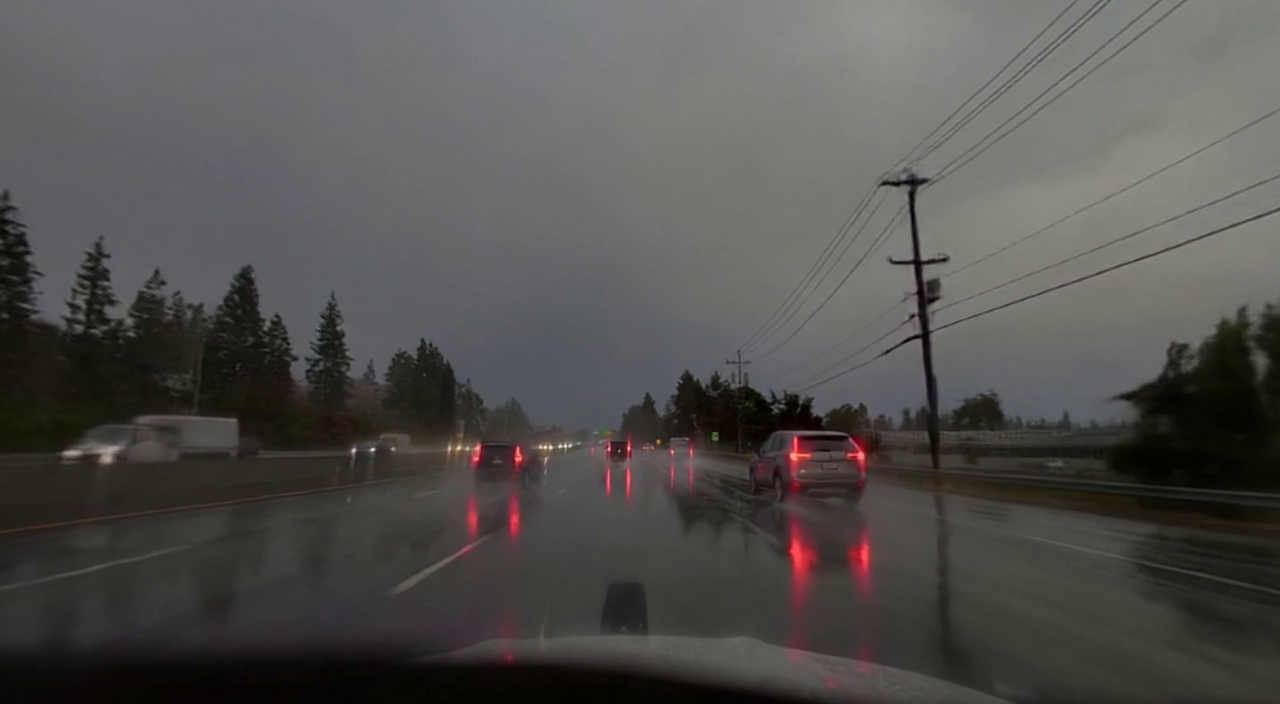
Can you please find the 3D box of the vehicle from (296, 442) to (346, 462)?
[{"bbox_3d":[-24.914,7.824,49.423,1.806,1.445,4.241,0,-8,-2],"label":"vehicle"}]

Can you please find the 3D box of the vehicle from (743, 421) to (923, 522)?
[{"bbox_3d":[3.732,2.412,13.298,2.102,1.723,4.745,0,-8,-2],"label":"vehicle"}]

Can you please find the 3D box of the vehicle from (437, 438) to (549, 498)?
[{"bbox_3d":[-4.253,3.437,19.257,2.091,1.562,5.220,0,-8,1],"label":"vehicle"}]

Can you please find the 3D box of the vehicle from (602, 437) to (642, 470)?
[{"bbox_3d":[-1.039,5.867,36.570,2.192,1.769,4.287,0,-8,-2],"label":"vehicle"}]

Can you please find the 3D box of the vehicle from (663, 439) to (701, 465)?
[{"bbox_3d":[2.947,7.165,45.393,2.099,1.720,4.829,0,-8,-3],"label":"vehicle"}]

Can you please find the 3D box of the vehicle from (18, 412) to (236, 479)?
[{"bbox_3d":[-16.529,3.103,20.961,2.305,1.901,5.934,0,-8,-1],"label":"vehicle"}]

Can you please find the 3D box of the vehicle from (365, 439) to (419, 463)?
[{"bbox_3d":[-17.252,6.896,44.030,1.984,1.524,4.452,0,-8,0],"label":"vehicle"}]
